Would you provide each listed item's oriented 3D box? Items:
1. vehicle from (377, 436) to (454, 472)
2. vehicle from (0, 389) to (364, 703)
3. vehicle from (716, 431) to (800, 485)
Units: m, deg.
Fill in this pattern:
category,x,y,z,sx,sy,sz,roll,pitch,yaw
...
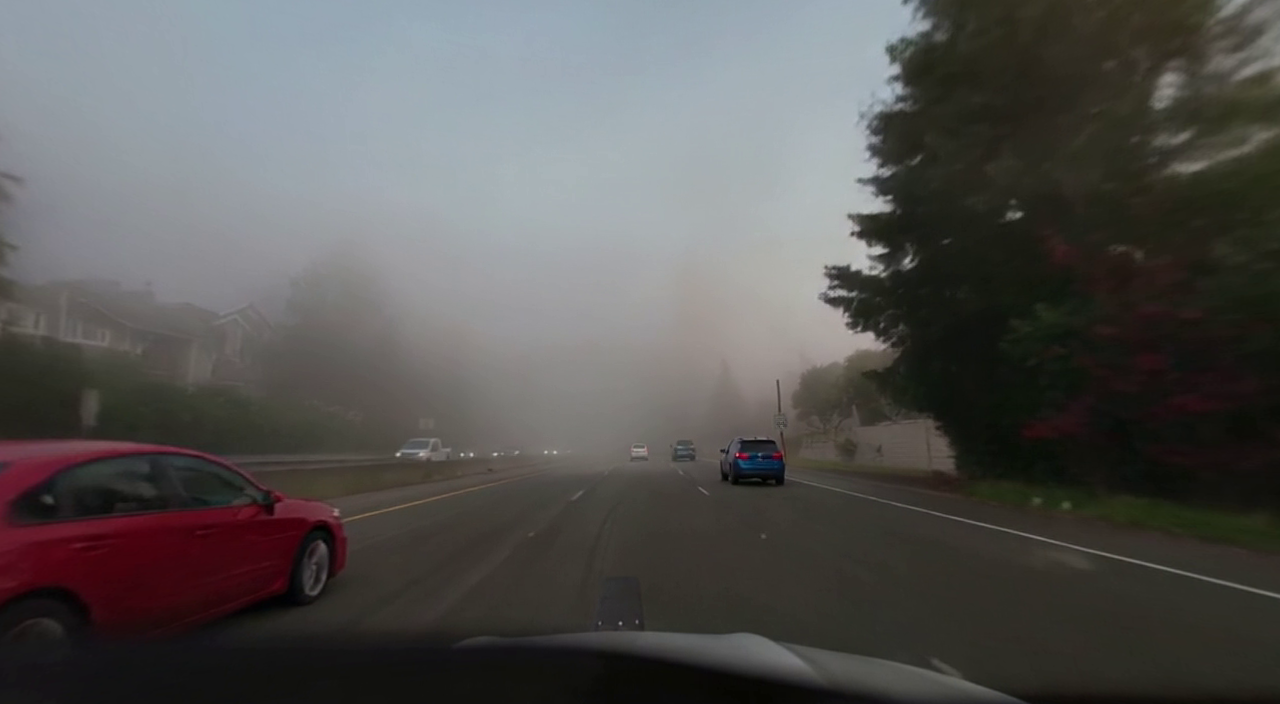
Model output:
category,x,y,z,sx,sy,sz,roll,pitch,yaw
vehicle,-11.706,5.355,33.293,2.284,1.760,4.862,0,-9,0
vehicle,-3.619,1.073,3.570,2.036,1.528,4.400,0,-9,1
vehicle,3.988,3.665,22.063,2.092,1.686,4.188,0,-9,-1
